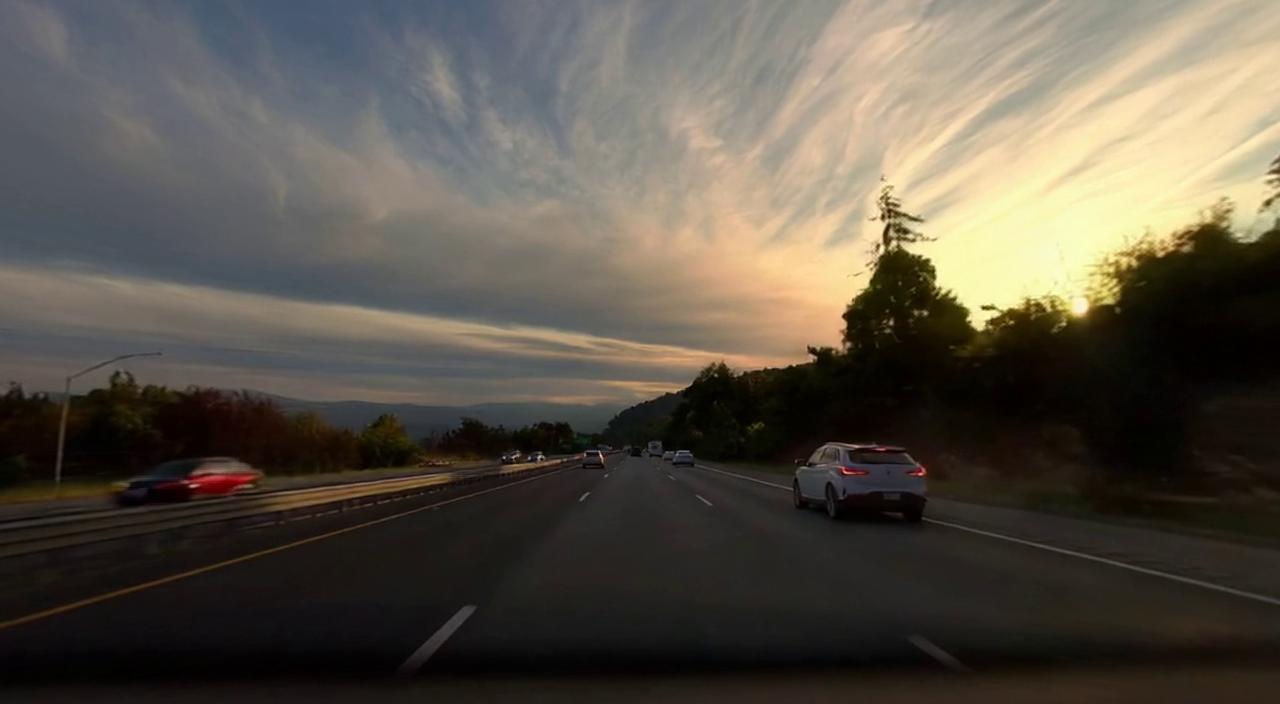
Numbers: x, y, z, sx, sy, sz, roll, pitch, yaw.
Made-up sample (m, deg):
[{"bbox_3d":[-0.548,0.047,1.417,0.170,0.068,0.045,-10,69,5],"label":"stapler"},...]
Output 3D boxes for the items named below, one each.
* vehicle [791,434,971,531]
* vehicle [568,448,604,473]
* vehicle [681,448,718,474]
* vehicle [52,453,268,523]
[{"bbox_3d":[4.452,2.457,12.406,1.903,1.566,3.866,0,-9,-1],"label":"vehicle"},{"bbox_3d":[-3.499,7.093,41.398,2.021,1.507,4.272,0,-9,0],"label":"vehicle"},{"bbox_3d":[3.627,6.751,39.309,1.846,1.480,3.694,0,-9,-2],"label":"vehicle"},{"bbox_3d":[-11.894,3.343,16.157,1.918,1.488,4.565,0,-9,0],"label":"vehicle"}]
